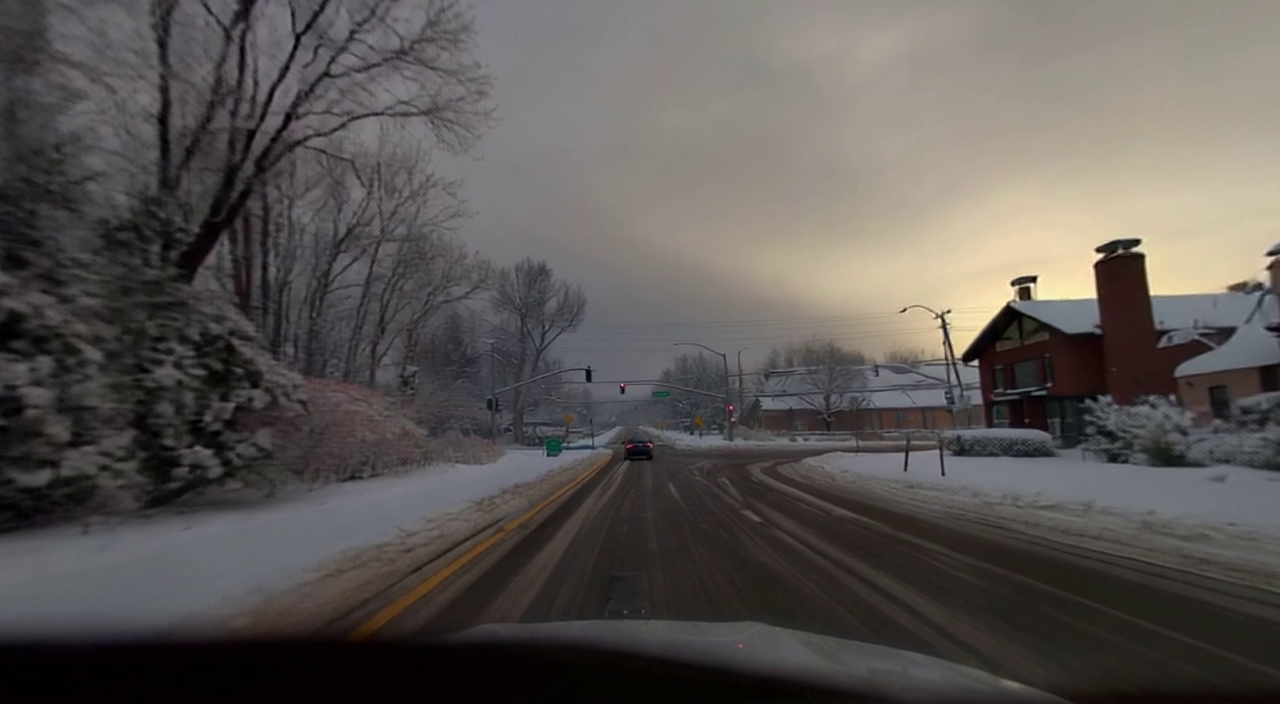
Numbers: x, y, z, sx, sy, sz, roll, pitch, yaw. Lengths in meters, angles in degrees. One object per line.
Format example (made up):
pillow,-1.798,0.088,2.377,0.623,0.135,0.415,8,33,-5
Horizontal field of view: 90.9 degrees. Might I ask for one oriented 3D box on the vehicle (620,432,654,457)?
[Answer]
vehicle,-0.225,5.809,39.716,2.056,1.473,4.380,0,-8,-1
